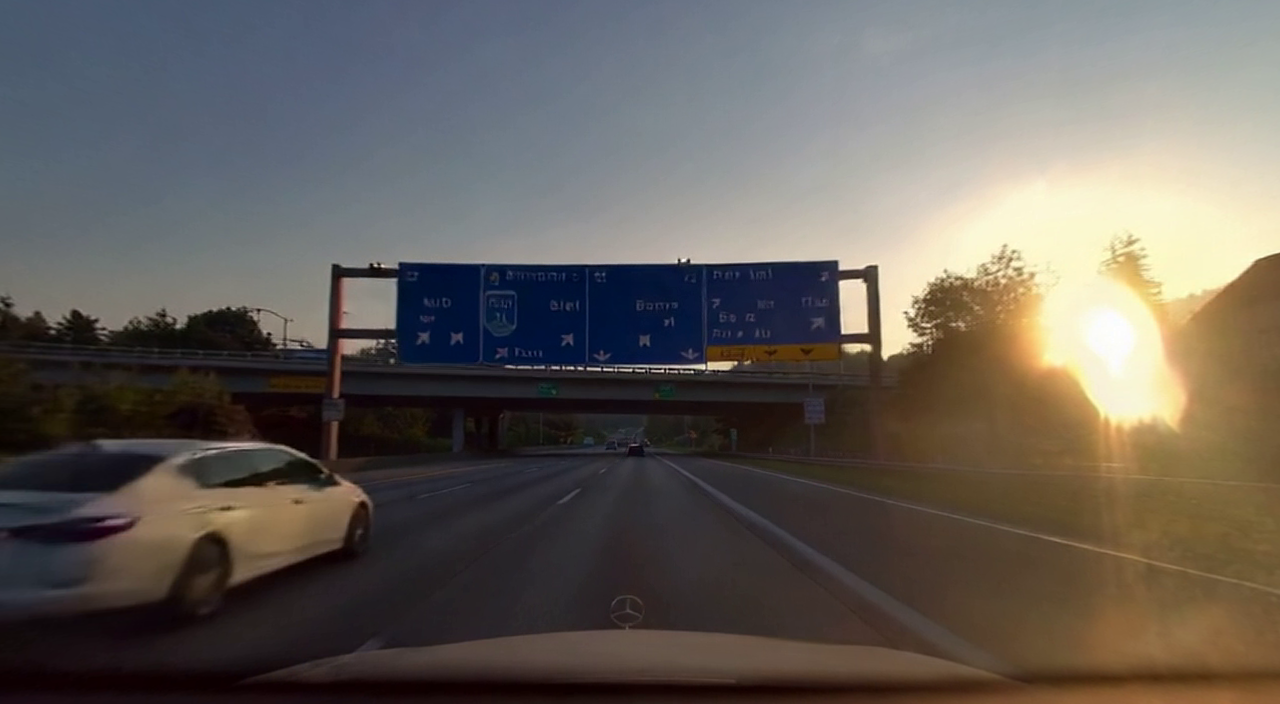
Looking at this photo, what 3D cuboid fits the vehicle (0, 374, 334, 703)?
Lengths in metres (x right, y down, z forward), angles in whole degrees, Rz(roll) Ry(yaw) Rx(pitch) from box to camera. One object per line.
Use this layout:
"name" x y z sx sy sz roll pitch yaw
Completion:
"vehicle" -3.951 1.029 3.845 2.012 1.570 4.126 0 -8 1
